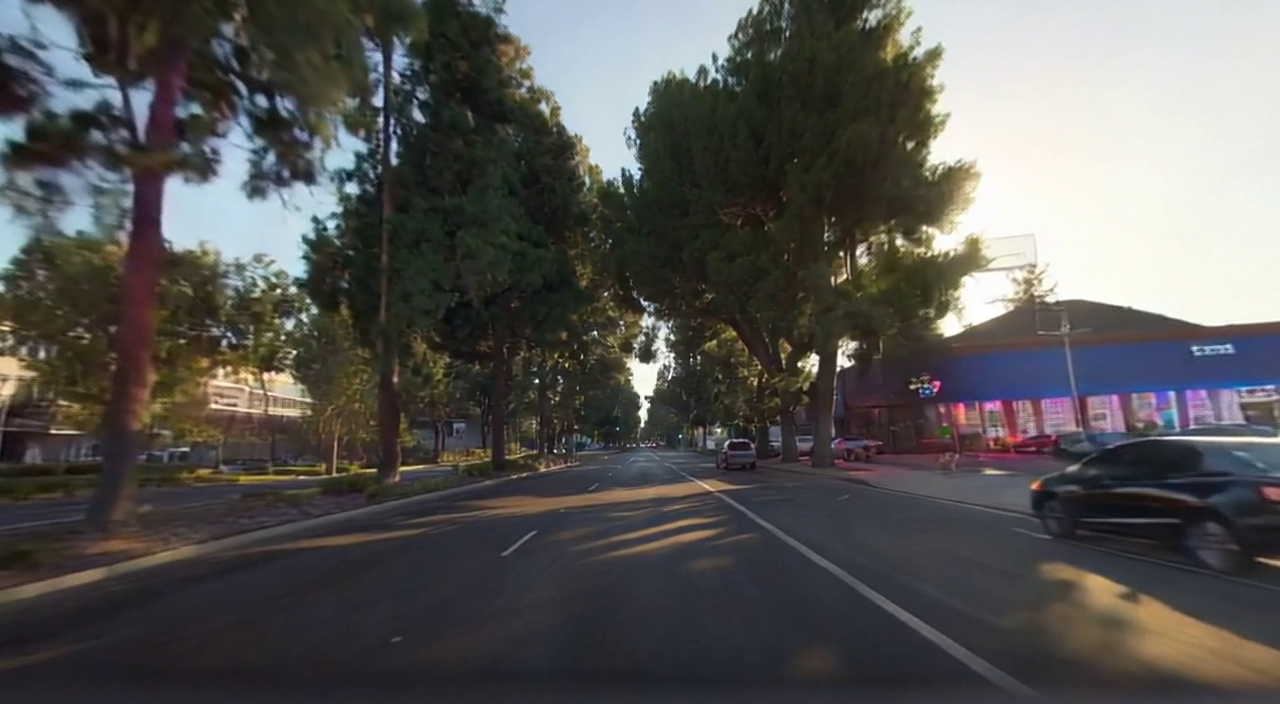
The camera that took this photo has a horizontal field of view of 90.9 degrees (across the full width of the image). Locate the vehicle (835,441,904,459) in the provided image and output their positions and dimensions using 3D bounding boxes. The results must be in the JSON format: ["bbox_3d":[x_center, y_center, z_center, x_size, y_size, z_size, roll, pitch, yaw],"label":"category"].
[{"bbox_3d":[16.703,7.157,45.966,4.272,1.227,1.926,-1,-8,0],"label":"vehicle"}]

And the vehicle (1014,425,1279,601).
[{"bbox_3d":[6.970,1.718,7.444,2.122,1.602,4.928,0,-8,1],"label":"vehicle"}]

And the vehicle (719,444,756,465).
[{"bbox_3d":[7.284,7.661,47.328,2.054,1.530,4.478,0,-8,0],"label":"vehicle"}]
